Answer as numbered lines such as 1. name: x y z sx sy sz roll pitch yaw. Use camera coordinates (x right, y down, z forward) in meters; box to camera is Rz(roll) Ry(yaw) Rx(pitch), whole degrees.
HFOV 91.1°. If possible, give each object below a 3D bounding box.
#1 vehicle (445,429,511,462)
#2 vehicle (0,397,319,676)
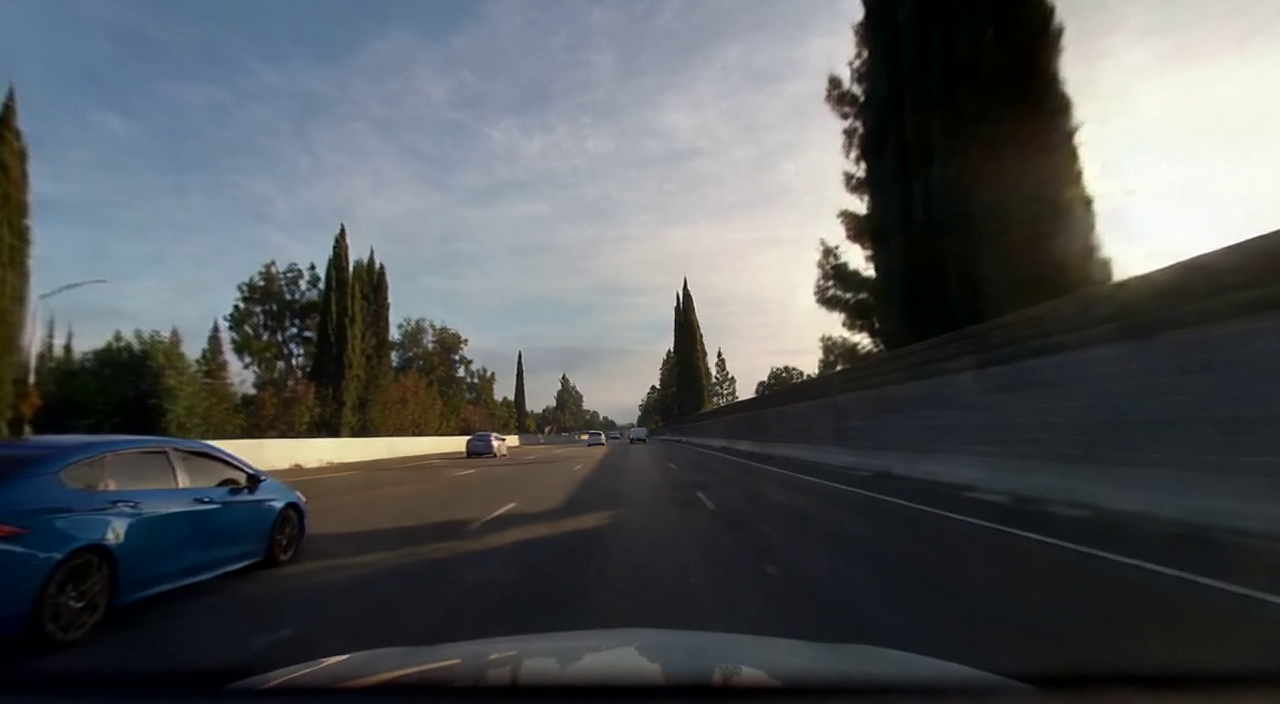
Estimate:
1. vehicle: -8.335 4.858 32.771 2.053 1.582 4.878 0 -8 1
2. vehicle: -4.496 1.181 4.717 2.079 1.500 3.881 0 -8 1
